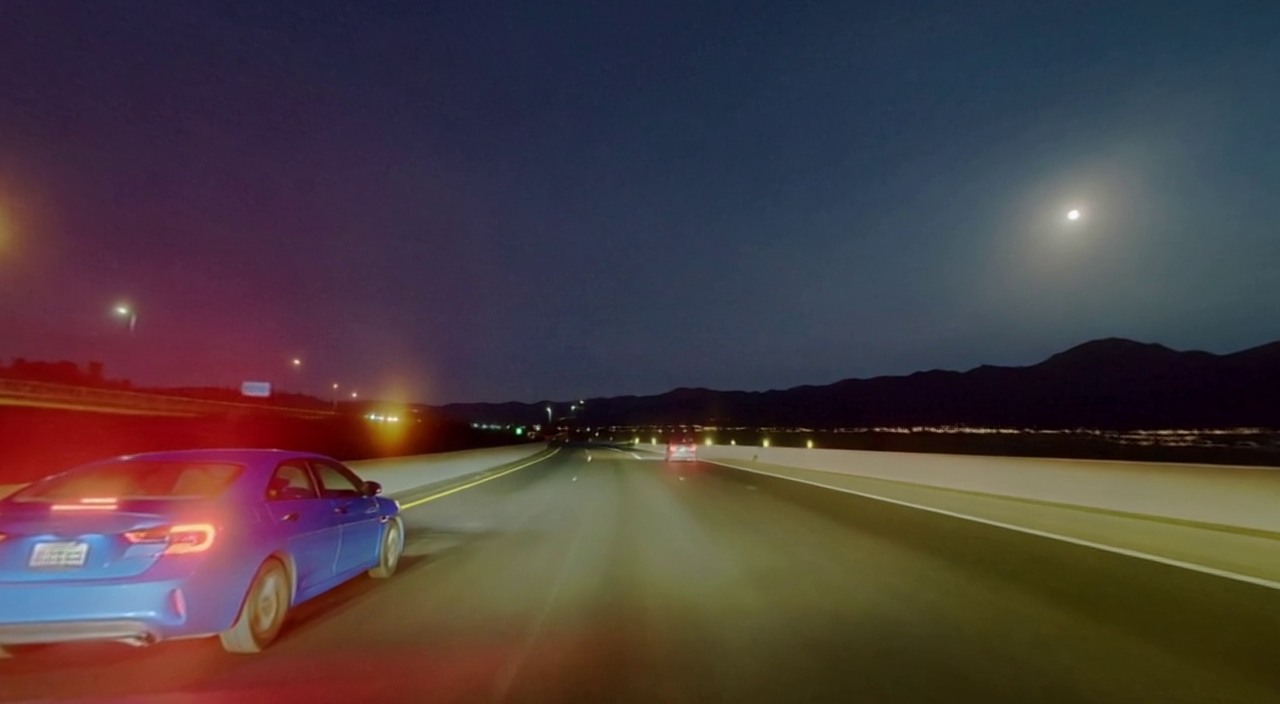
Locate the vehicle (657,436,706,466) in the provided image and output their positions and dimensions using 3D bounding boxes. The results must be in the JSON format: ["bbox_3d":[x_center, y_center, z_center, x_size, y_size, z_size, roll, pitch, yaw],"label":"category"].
[{"bbox_3d":[2.089,5.172,32.952,1.985,1.440,4.466,0,-8,-3],"label":"vehicle"}]
